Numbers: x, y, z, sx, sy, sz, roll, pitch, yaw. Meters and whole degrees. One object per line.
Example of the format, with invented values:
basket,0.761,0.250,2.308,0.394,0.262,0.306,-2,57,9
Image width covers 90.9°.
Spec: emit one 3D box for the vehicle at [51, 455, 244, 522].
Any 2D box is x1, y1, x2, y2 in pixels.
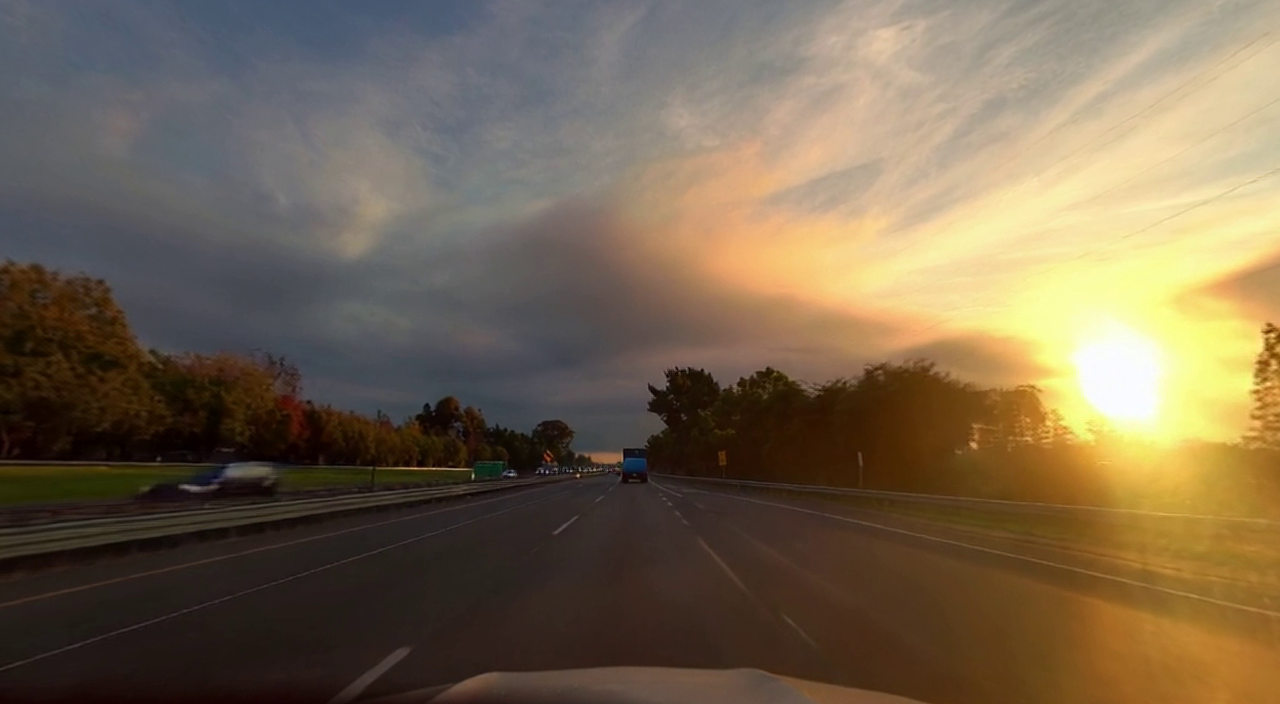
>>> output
vehicle,-12.925,3.609,16.912,2.061,1.529,3.742,1,-11,0
